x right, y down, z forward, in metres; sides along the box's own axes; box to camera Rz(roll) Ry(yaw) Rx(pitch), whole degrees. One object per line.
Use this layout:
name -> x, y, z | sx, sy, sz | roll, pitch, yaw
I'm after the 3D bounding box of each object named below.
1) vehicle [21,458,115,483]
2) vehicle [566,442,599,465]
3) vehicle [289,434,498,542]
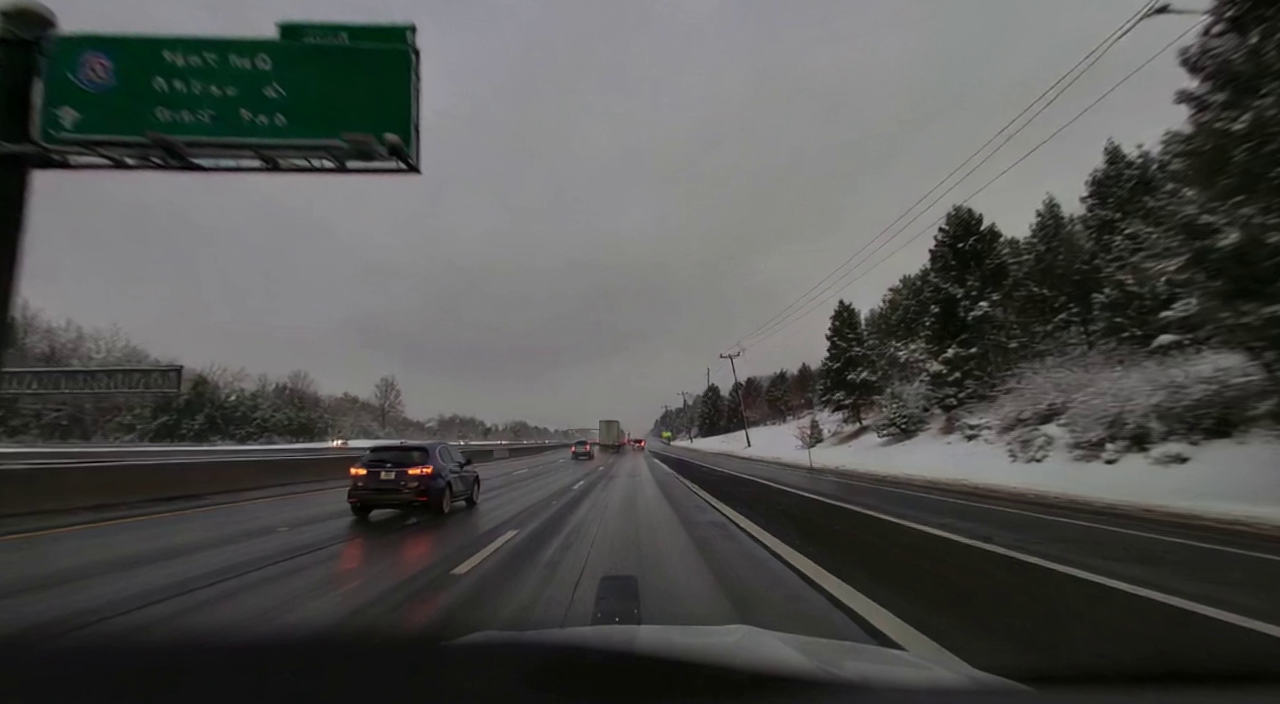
vehicle -> -38.674, 8.002, 42.911 | 1.941, 1.510, 4.790 | 0, -9, -1
vehicle -> -4.060, 7.245, 45.111 | 2.038, 1.533, 4.103 | 0, -9, -1
vehicle -> -4.051, 2.295, 11.368 | 1.963, 1.533, 4.477 | 0, -9, 0
